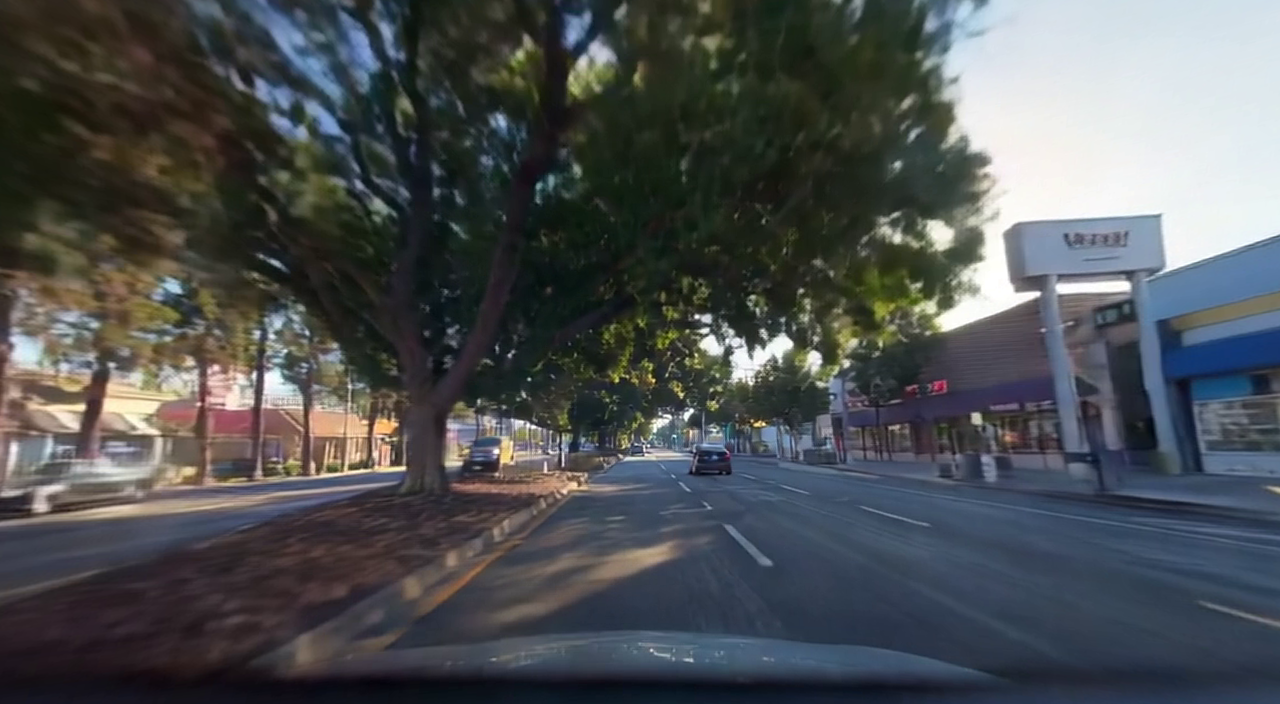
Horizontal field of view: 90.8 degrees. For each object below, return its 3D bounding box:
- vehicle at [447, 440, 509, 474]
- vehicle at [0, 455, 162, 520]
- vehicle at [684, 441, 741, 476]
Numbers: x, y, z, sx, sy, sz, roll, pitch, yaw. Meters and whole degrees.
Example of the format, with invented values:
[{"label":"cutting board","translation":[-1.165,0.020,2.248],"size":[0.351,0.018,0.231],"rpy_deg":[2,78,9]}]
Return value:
[{"label":"vehicle","translation":[-8.744,5.701,34.592],"size":[2.157,1.720,4.563],"rpy_deg":[0,-9,1]},{"label":"vehicle","translation":[-15.676,3.524,17.005],"size":[2.000,1.452,4.469],"rpy_deg":[0,-9,2]},{"label":"vehicle","translation":[3.255,4.885,29.151],"size":[1.983,1.482,4.463],"rpy_deg":[0,-9,-1]}]
